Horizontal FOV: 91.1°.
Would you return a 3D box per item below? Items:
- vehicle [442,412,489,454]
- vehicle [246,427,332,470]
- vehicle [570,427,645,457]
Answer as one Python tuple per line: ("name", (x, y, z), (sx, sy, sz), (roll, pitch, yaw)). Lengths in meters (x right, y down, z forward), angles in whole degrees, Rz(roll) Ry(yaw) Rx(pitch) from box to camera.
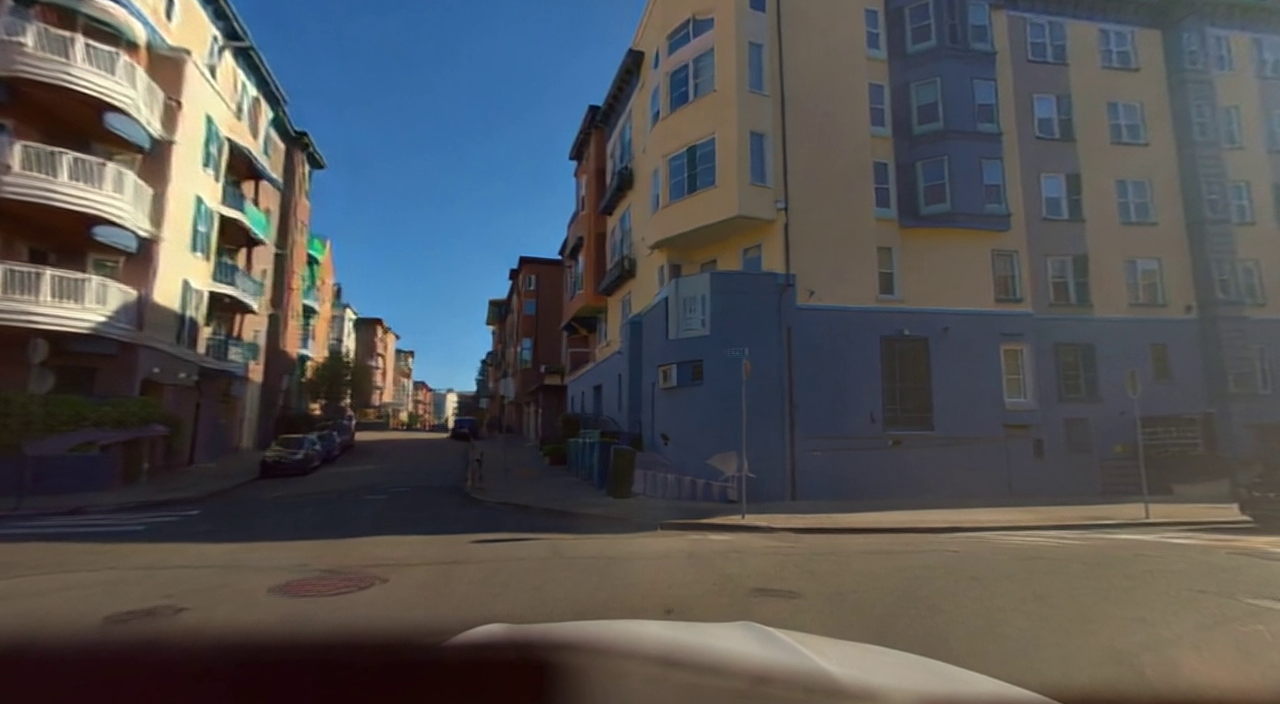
("vehicle", (-9.456, 4.388, 33.876), (2.072, 2.074, 4.358), (3, -8, -19))
("vehicle", (-12.886, 3.554, 23.338), (1.897, 1.431, 3.741), (2, -8, -16))
("vehicle", (-1.608, 4.415, 30.945), (3.404, 1.431, 1.641), (2, -8, -17))
